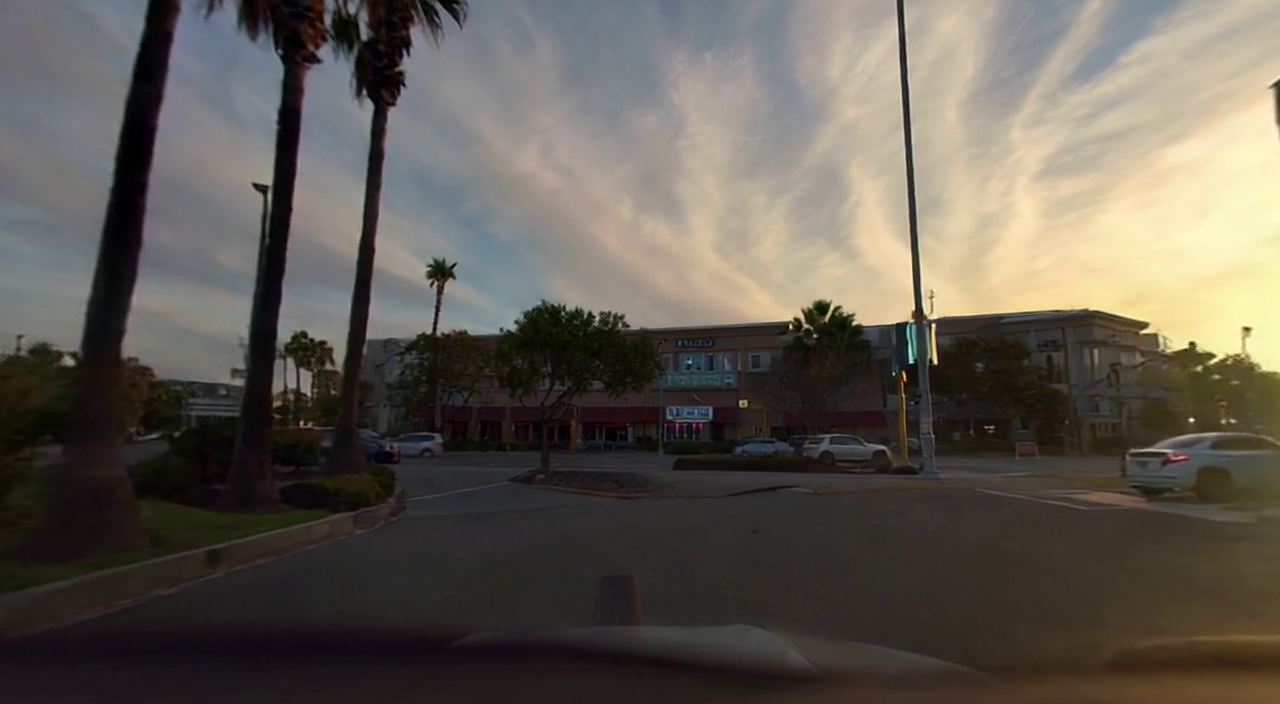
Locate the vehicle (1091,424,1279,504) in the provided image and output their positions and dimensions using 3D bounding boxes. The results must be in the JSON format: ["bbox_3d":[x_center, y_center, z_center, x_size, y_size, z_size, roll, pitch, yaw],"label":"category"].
[{"bbox_3d":[13.195,2.592,14.986,1.870,1.611,3.978,1,-9,-3],"label":"vehicle"}]

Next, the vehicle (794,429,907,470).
[{"bbox_3d":[9.335,4.362,28.291,4.211,1.756,2.158,1,-9,-4],"label":"vehicle"}]

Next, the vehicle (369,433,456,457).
[{"bbox_3d":[-14.289,5.869,39.869,4.850,1.472,1.777,1,-9,-4],"label":"vehicle"}]
